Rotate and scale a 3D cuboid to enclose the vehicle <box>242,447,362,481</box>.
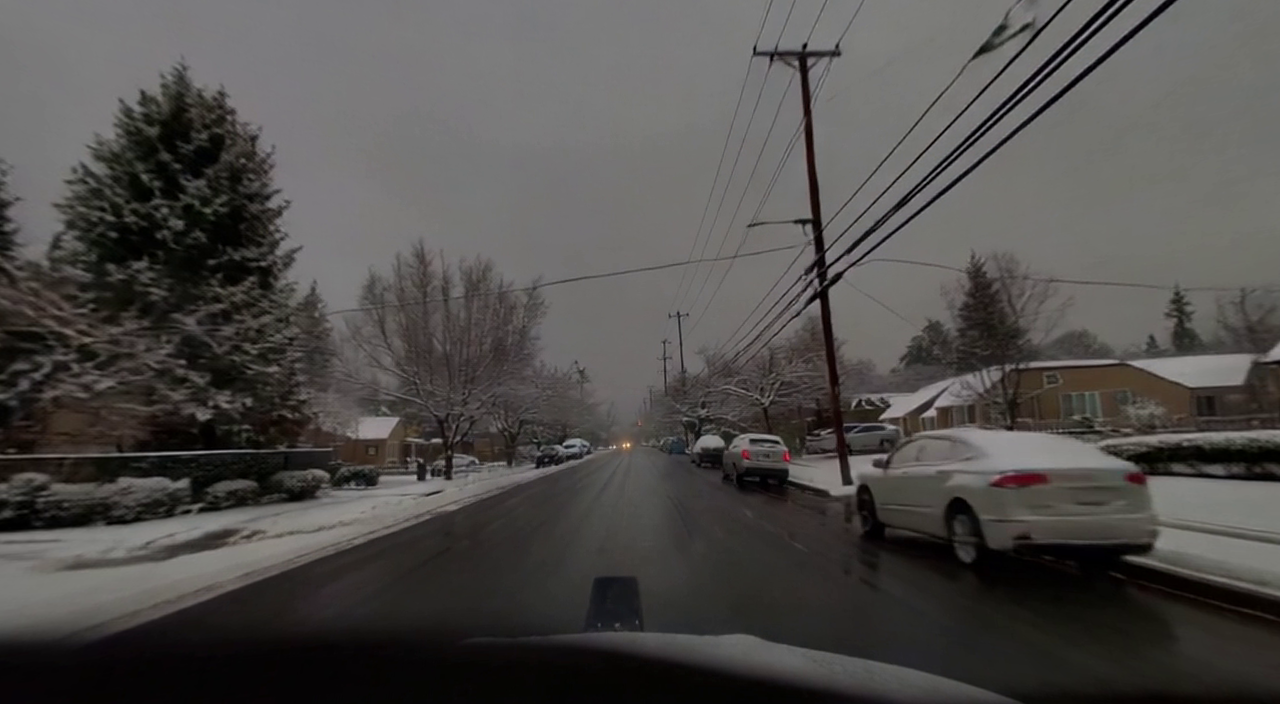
[{"bbox_3d":[-19.615,6.511,36.859,5.746,1.830,2.162,0,-8,-2],"label":"vehicle"}]

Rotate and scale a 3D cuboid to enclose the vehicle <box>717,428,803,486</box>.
[{"bbox_3d":[3.972,3.585,21.805,2.105,1.755,4.749,0,-9,1],"label":"vehicle"}]

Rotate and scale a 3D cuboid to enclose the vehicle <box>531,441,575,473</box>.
[{"bbox_3d":[-5.790,6.986,42.428,2.213,1.786,4.674,-6,-8,-1],"label":"vehicle"}]

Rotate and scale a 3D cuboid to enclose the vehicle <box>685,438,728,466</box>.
[{"bbox_3d":[4.006,6.133,38.849,2.040,1.640,4.153,0,-9,-3],"label":"vehicle"}]

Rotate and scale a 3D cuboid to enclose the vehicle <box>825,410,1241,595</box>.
[{"bbox_3d":[4.002,1.616,7.701,2.016,1.544,4.645,0,-9,-1],"label":"vehicle"}]
